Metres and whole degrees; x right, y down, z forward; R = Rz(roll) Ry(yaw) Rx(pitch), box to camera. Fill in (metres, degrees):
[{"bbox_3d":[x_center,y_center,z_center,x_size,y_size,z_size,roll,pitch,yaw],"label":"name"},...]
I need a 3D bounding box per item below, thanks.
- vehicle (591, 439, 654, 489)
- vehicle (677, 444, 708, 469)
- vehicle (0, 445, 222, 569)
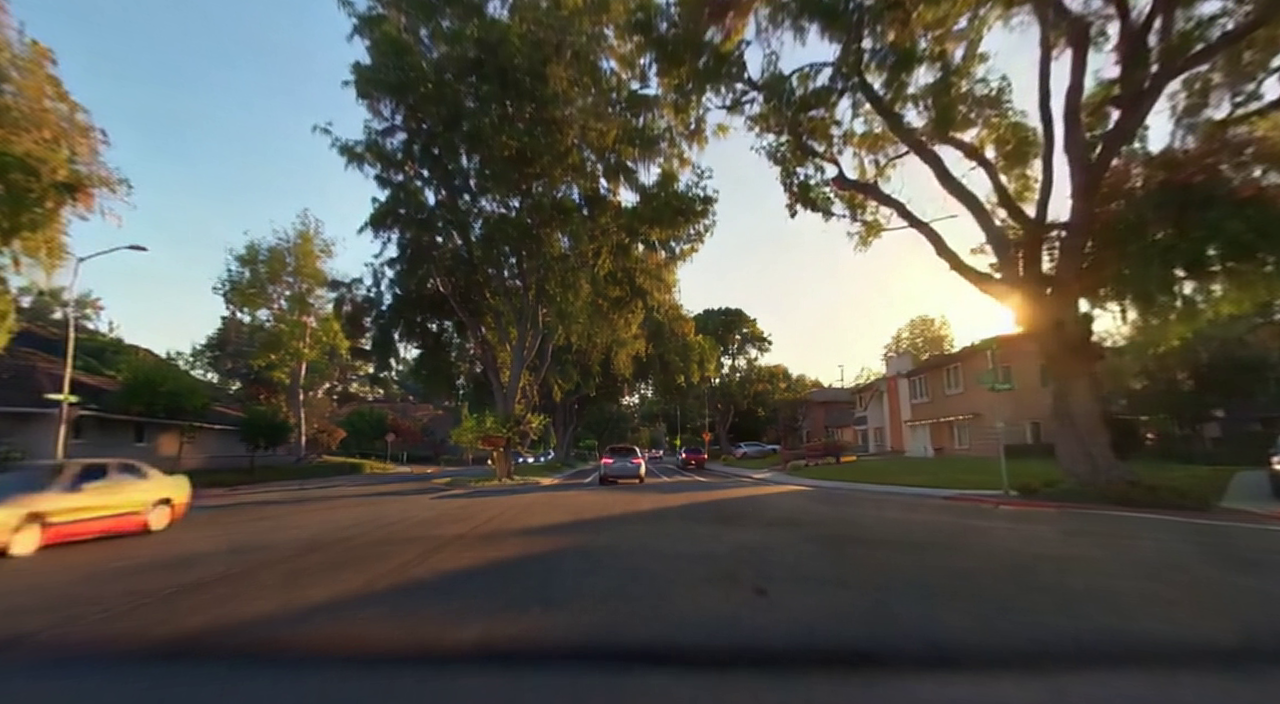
[{"bbox_3d":[-0.603,4.051,23.230,2.106,1.655,3.717,0,-8,-1],"label":"vehicle"},{"bbox_3d":[3.904,7.822,47.605,2.045,1.776,4.851,0,-8,2],"label":"vehicle"},{"bbox_3d":[-8.606,2.239,9.894,1.861,1.516,3.752,1,-8,-7],"label":"vehicle"}]
